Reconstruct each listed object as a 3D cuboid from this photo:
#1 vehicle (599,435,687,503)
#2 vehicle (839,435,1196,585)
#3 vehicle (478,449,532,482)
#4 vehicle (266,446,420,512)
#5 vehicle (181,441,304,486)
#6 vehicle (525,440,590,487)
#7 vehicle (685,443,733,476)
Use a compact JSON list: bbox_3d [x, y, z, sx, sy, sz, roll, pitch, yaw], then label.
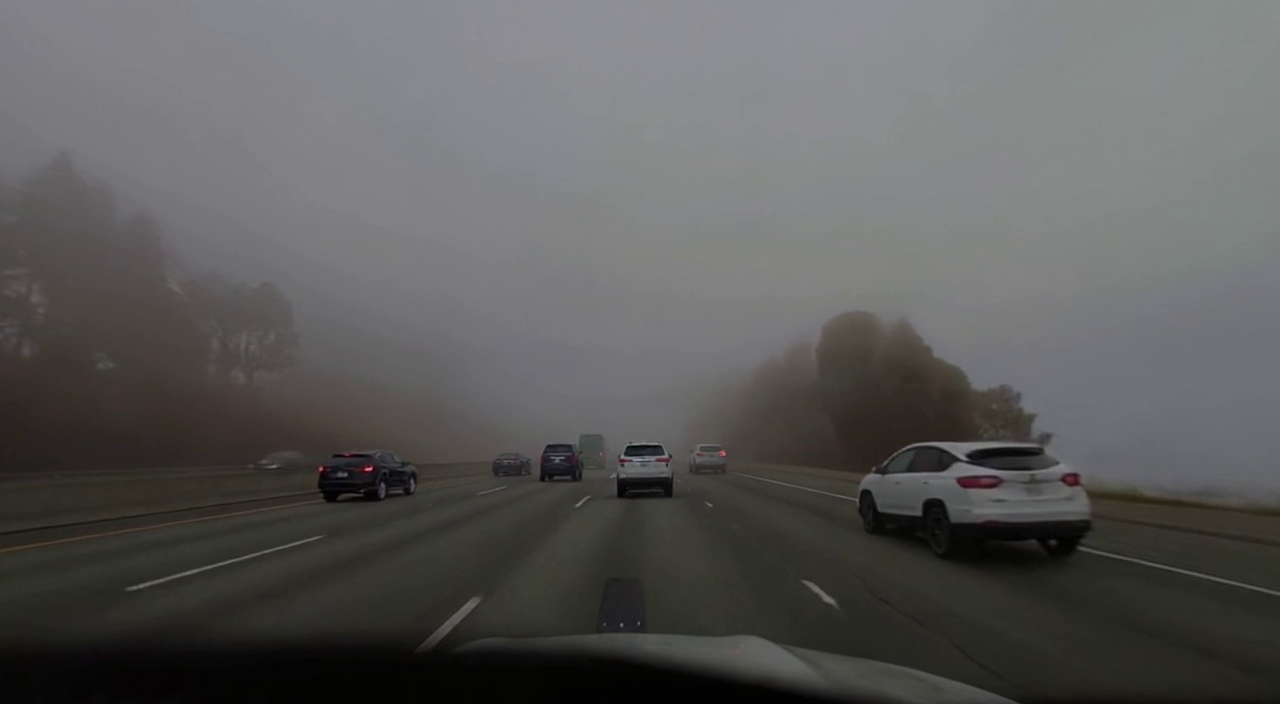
[{"bbox_3d":[0.110,3.297,18.177,2.223,1.722,4.177,0,-9,1],"label":"vehicle"},{"bbox_3d":[4.536,1.936,8.700,2.006,1.474,4.669,0,-9,0],"label":"vehicle"},{"bbox_3d":[-7.109,5.977,33.559,1.931,1.617,4.060,0,-9,1],"label":"vehicle"},{"bbox_3d":[-7.743,3.312,17.004,1.927,1.514,4.474,0,-9,0],"label":"vehicle"},{"bbox_3d":[-16.701,4.688,26.837,2.096,1.725,4.835,0,-9,0],"label":"vehicle"},{"bbox_3d":[-3.421,4.732,27.056,2.142,1.808,4.266,0,-9,1],"label":"vehicle"},{"bbox_3d":[3.959,6.273,37.076,2.175,1.830,5.173,0,-9,-1],"label":"vehicle"}]
